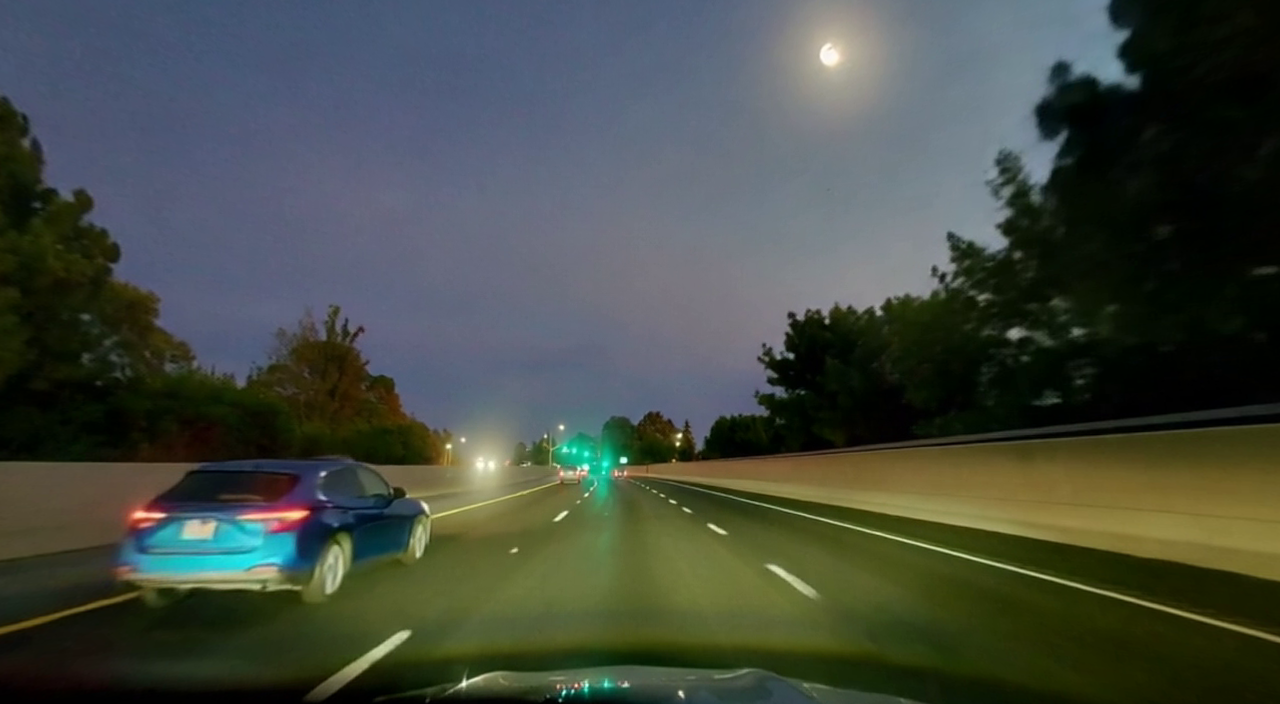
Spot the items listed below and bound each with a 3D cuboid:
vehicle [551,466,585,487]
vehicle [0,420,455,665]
[{"bbox_3d":[-5.620,9.784,49.637,2.310,1.521,4.731,1,-11,-3],"label":"vehicle"},{"bbox_3d":[-3.883,1.707,6.684,2.328,1.559,5.041,1,-11,-1],"label":"vehicle"}]
